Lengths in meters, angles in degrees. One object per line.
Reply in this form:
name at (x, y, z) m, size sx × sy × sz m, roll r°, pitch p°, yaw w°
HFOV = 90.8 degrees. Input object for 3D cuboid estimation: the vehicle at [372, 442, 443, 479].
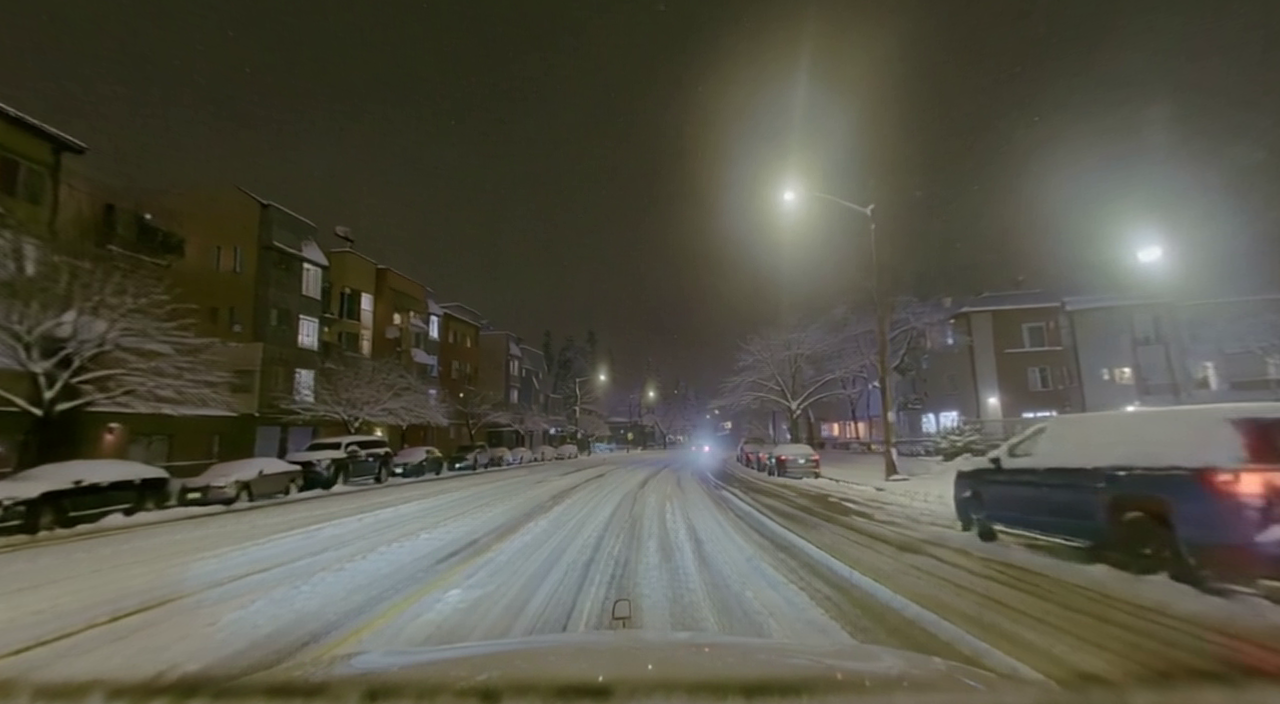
vehicle at (-12.369, 5.783, 33.961) m, size 2.001 × 1.836 × 4.471 m, roll 0°, pitch -8°, yaw 2°

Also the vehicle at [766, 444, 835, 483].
vehicle at (6.600, 4.620, 26.523) m, size 1.947 × 1.487 × 4.549 m, roll 0°, pitch -8°, yaw 3°

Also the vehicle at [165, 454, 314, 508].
vehicle at (-12.373, 3.978, 19.915) m, size 1.723 × 1.418 × 4.359 m, roll 0°, pitch -8°, yaw 2°

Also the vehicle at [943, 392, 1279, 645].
vehicle at (5.631, 1.519, 6.772) m, size 2.102 × 1.781 × 5.470 m, roll 0°, pitch -8°, yaw 1°

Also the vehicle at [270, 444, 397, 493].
vehicle at (-12.515, 4.745, 26.400) m, size 2.290 × 1.799 × 5.801 m, roll 0°, pitch -8°, yaw 1°

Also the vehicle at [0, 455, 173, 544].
vehicle at (-12.270, 2.960, 13.284) m, size 1.926 × 1.499 × 3.869 m, roll 0°, pitch -8°, yaw 0°

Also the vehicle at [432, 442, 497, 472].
vehicle at (-11.773, 7.076, 42.888) m, size 2.137 × 1.835 × 5.833 m, roll -1°, pitch -8°, yaw 7°
